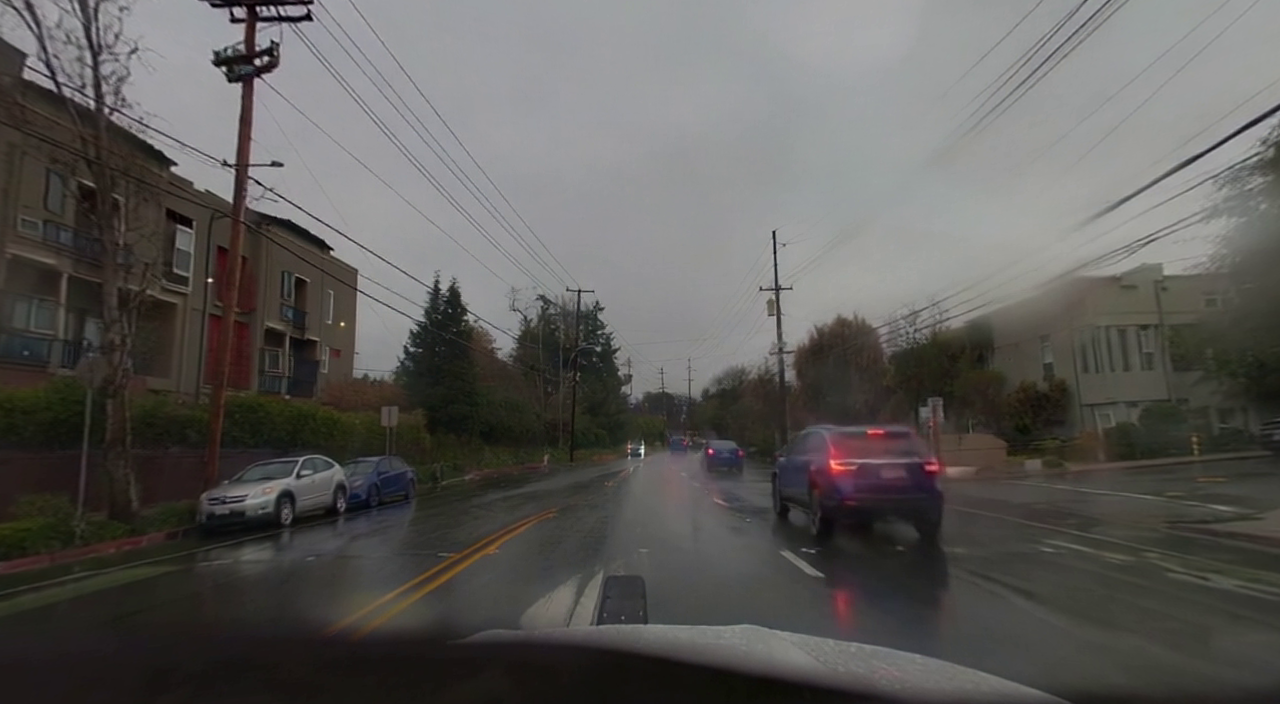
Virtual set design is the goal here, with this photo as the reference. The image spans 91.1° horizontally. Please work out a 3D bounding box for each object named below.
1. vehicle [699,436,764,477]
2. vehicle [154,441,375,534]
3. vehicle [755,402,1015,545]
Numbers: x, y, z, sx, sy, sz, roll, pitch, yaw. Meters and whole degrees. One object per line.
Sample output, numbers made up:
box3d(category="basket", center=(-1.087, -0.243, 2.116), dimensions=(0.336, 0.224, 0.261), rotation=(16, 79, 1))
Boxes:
box3d(category="vehicle", center=(3.716, 4.332, 26.291), dimensions=(2.028, 1.552, 4.370), rotation=(0, -8, -1))
box3d(category="vehicle", center=(-8.509, 3.064, 14.949), dimensions=(2.381, 1.825, 4.652), rotation=(0, -8, 0))
box3d(category="vehicle", center=(3.653, 1.943, 10.705), dimensions=(2.368, 1.840, 4.896), rotation=(0, -8, -1))
